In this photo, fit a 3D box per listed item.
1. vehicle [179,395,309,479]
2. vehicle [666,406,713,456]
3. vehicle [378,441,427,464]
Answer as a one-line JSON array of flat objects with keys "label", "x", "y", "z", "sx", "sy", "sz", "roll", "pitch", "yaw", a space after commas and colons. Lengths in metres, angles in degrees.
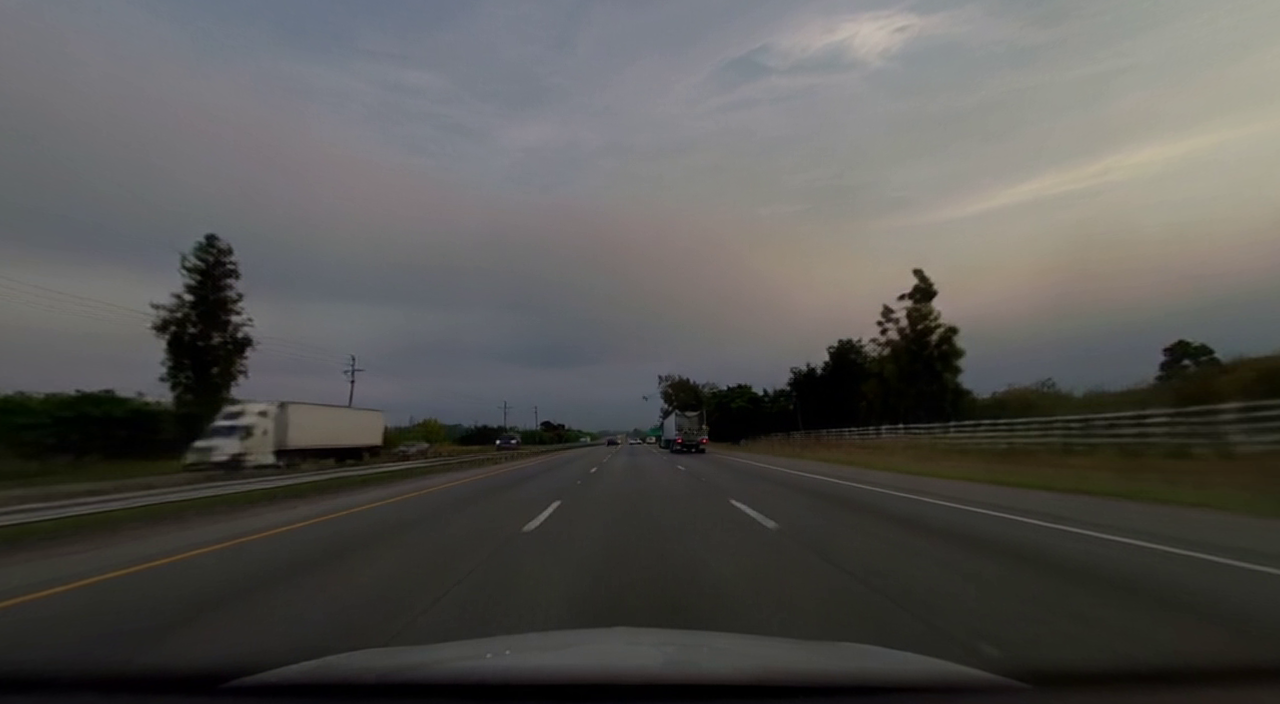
[{"label": "vehicle", "x": -20.539, "y": 4.478, "z": 33.148, "sx": 3.006, "sy": 3.960, "sz": 5.854, "roll": -1, "pitch": -8, "yaw": -1}, {"label": "vehicle", "x": 3.464, "y": 5.815, "z": 45.979, "sx": 2.766, "sy": 3.349, "sz": 7.796, "roll": -1, "pitch": -8, "yaw": 0}, {"label": "vehicle", "x": -16.647, "y": 7.049, "z": 44.375, "sx": 1.821, "sy": 1.449, "sz": 4.280, "roll": -1, "pitch": -8, "yaw": -1}]
